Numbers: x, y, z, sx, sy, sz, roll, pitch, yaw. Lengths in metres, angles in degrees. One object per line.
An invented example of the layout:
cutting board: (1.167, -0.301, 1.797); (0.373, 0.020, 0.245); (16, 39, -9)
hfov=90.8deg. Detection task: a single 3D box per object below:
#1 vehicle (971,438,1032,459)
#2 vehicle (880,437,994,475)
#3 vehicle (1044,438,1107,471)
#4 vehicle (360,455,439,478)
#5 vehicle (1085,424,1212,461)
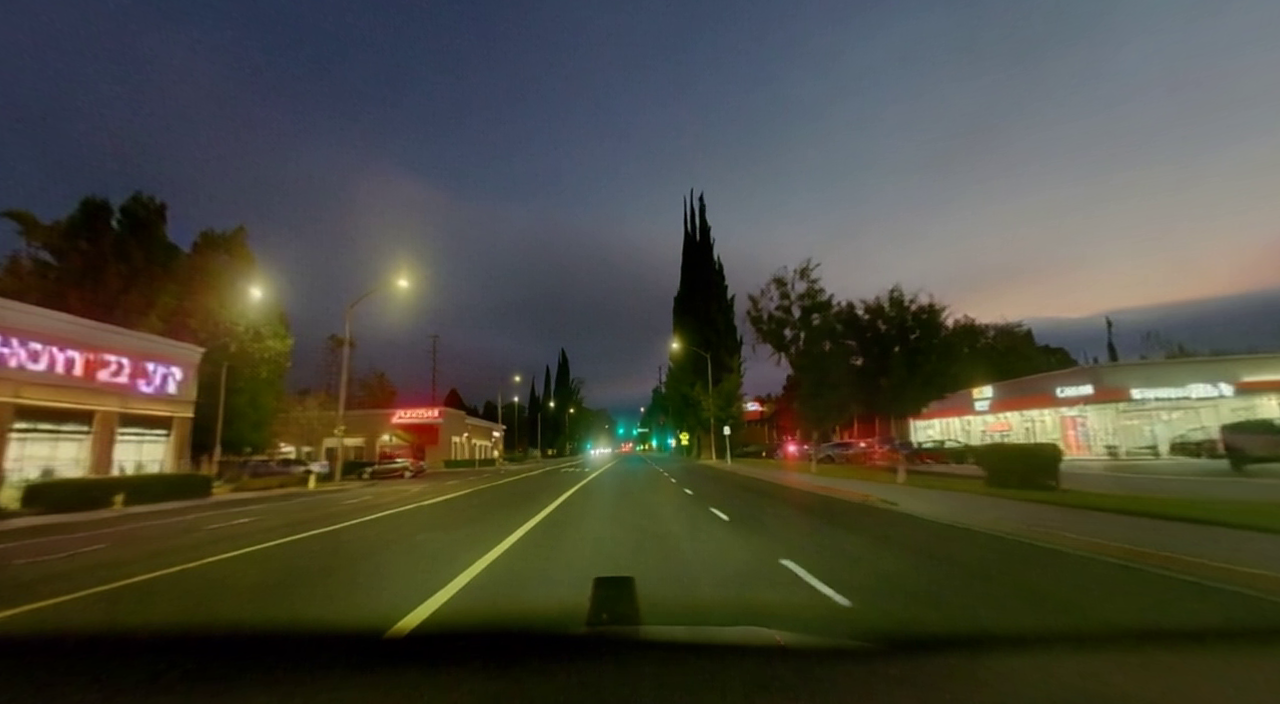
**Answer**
vehicle: (26.554, 7.086, 46.601); (1.867, 1.434, 4.485); (0, -8, 0)
vehicle: (15.969, 5.618, 34.188); (4.914, 1.540, 2.200); (-6, -8, 1)
vehicle: (21.163, 4.978, 30.869); (1.901, 1.461, 4.482); (-5, -9, 27)
vehicle: (-17.067, 8.158, 45.005); (4.752, 1.523, 2.123); (0, -8, -2)
vehicle: (28.190, 5.058, 35.373); (2.194, 1.889, 5.745); (0, -8, -1)
